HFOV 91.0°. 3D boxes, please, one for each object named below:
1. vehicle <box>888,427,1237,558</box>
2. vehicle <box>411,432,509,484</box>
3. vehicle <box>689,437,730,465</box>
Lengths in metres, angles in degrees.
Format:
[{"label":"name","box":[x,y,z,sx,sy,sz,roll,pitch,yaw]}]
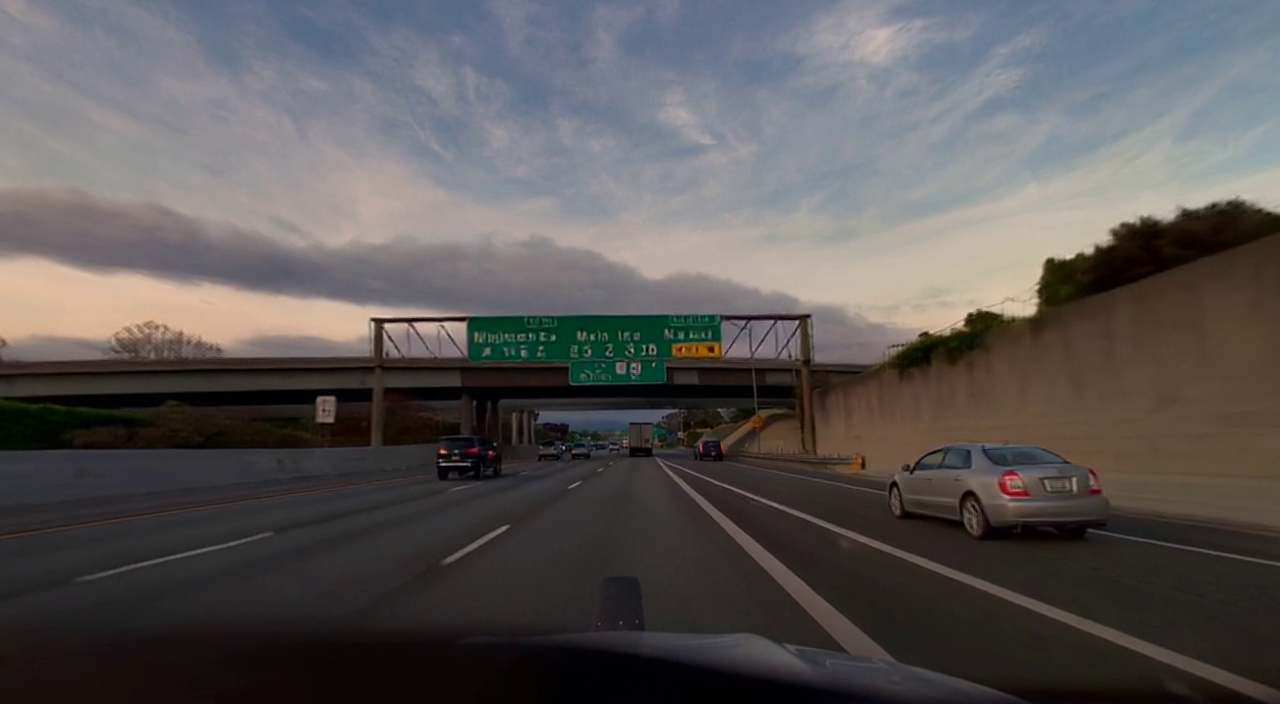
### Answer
[{"label":"vehicle","box":[5.885,2.002,9.729,2.075,1.510,4.569,0,-9,-2]},{"label":"vehicle","box":[-6.590,3.960,23.776,2.179,1.753,4.999,0,-9,0]},{"label":"vehicle","box":[4.940,7.120,45.228,2.220,1.898,4.752,0,-9,-2]}]
